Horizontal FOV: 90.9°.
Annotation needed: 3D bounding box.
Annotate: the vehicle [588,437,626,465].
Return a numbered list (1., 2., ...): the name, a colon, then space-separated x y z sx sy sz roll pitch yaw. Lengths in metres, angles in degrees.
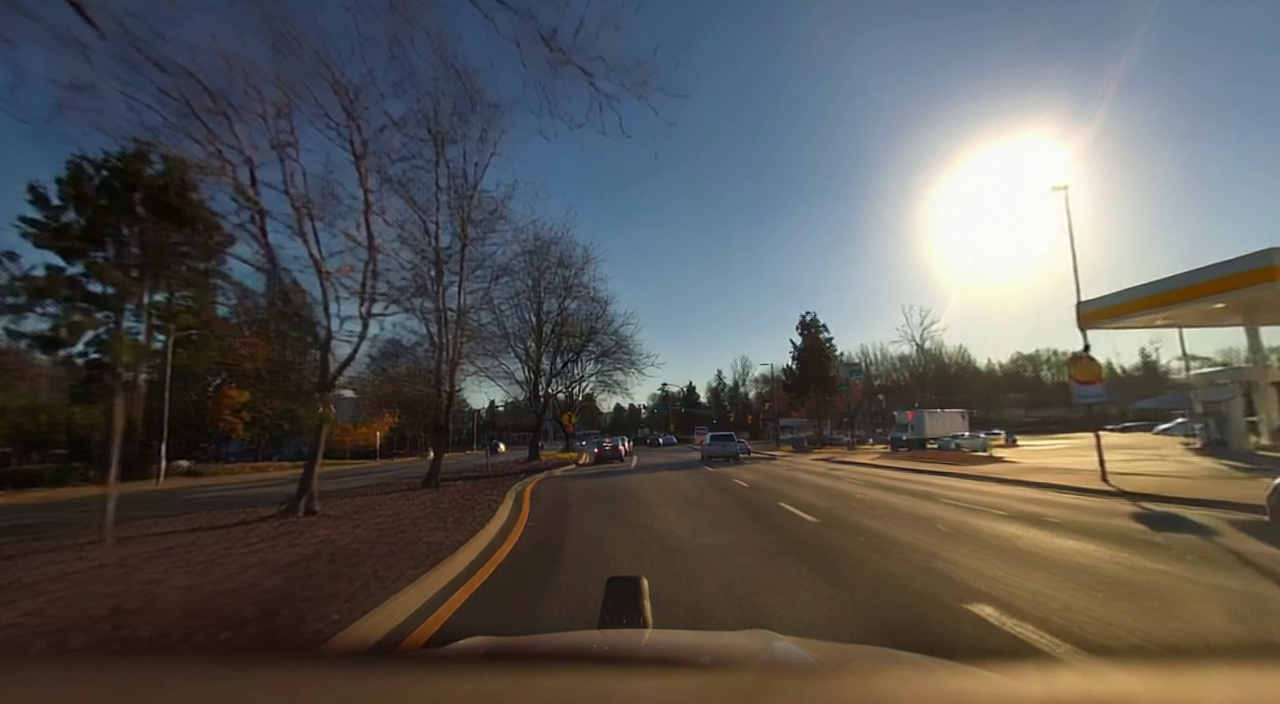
1. vehicle: -1.823 5.626 35.950 2.032 1.461 4.173 0 -9 -1

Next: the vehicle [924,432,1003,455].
1. vehicle: 22.146 6.294 43.374 1.784 1.472 4.532 4 -10 -26

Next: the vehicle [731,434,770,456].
1. vehicle: 8.636 7.324 49.637 1.991 1.695 4.357 1 -9 -4
